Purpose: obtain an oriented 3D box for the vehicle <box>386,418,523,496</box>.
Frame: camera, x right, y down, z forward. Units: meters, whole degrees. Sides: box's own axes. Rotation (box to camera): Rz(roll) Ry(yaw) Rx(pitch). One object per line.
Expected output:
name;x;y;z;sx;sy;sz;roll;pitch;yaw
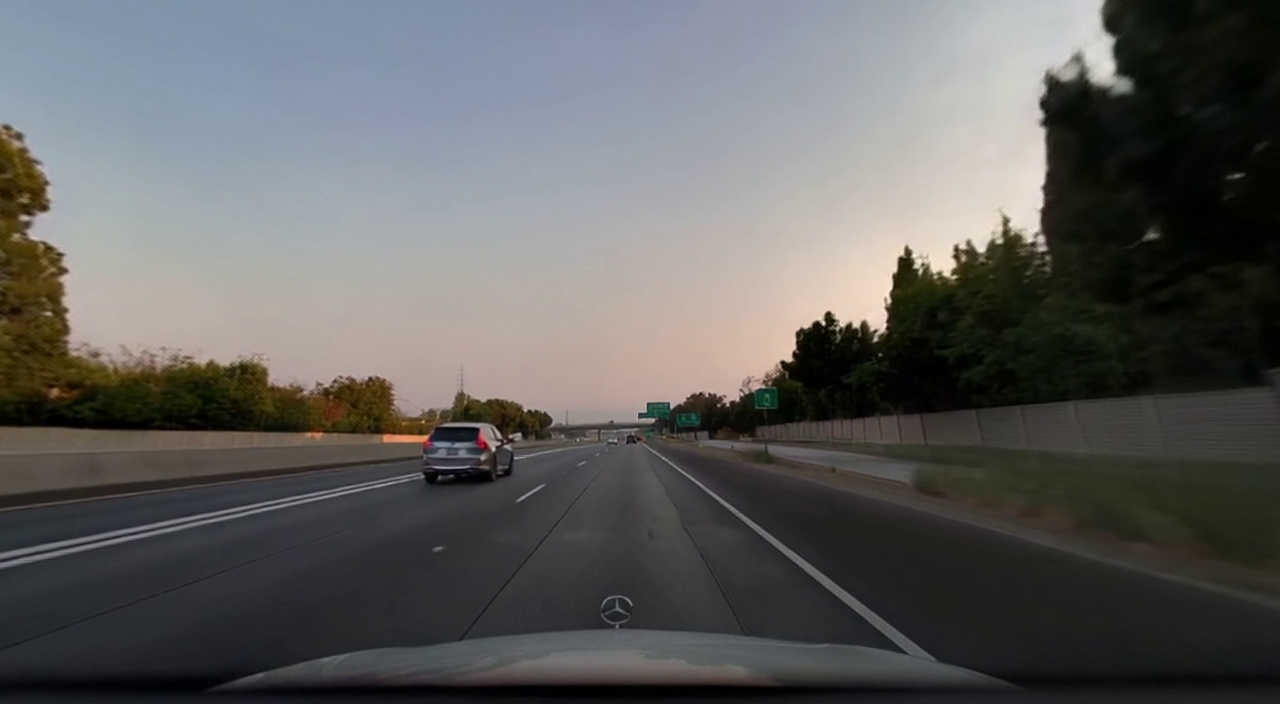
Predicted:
vehicle;-4.350;2.507;15.607;2.129;1.641;4.263;0;-7;-1
